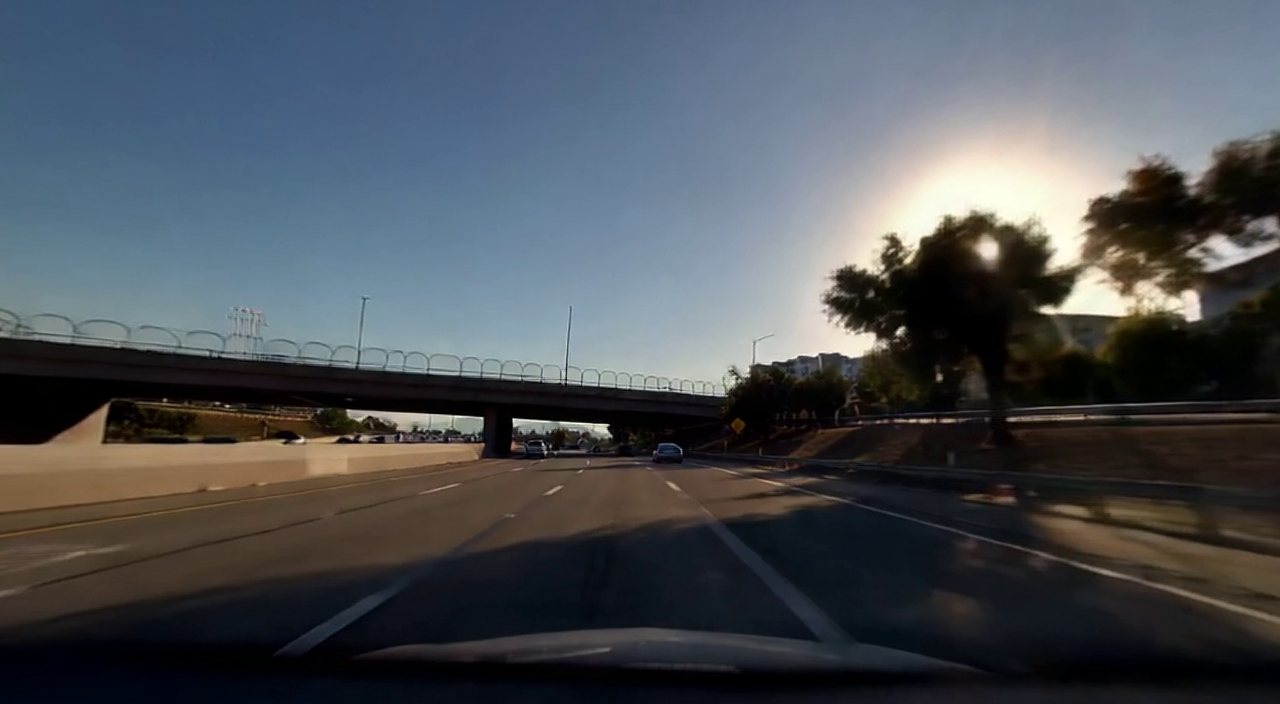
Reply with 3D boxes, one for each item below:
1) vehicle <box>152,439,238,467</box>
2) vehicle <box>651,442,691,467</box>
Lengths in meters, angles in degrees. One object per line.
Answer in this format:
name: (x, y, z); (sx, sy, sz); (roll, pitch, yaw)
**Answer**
vehicle: (-27.104, 6.134, 38.651); (2.030, 1.578, 4.712); (0, -8, -3)
vehicle: (1.962, 6.761, 41.799); (2.059, 1.509, 4.670); (0, -8, -4)
